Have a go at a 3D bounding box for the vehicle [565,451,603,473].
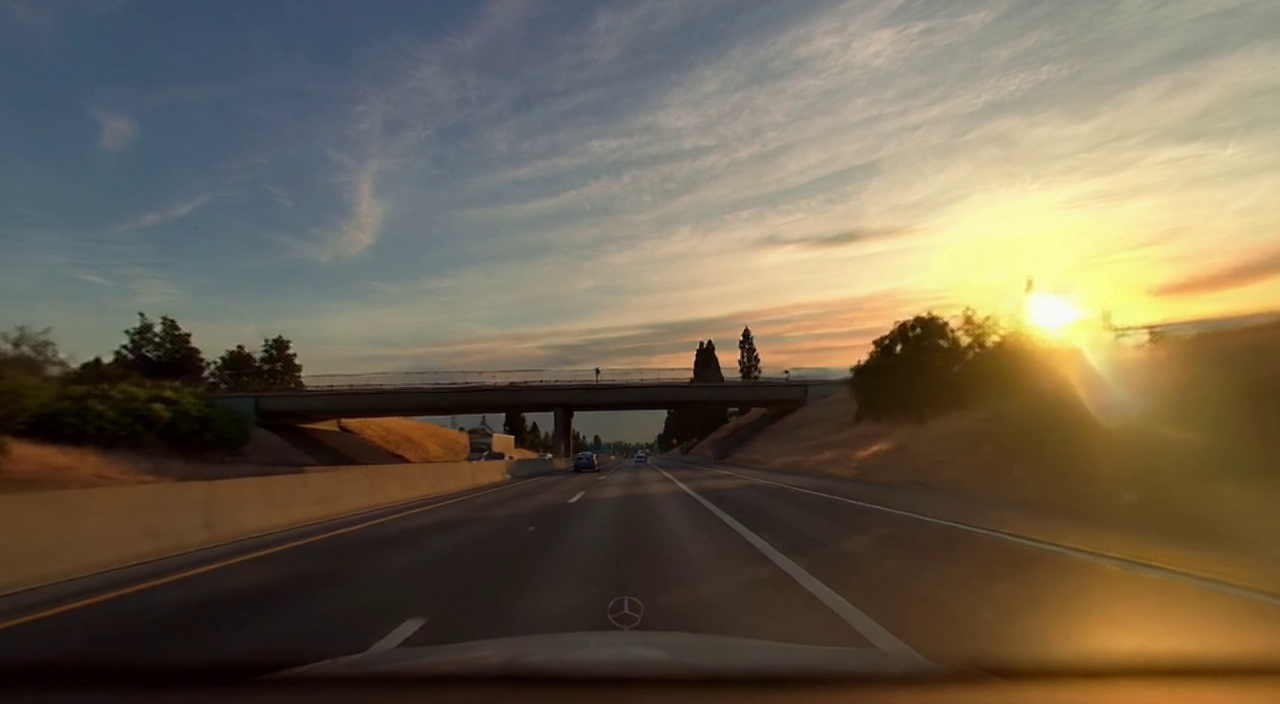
[{"bbox_3d":[-3.858,7.642,44.053,2.293,1.462,4.452,0,-9,0],"label":"vehicle"}]
